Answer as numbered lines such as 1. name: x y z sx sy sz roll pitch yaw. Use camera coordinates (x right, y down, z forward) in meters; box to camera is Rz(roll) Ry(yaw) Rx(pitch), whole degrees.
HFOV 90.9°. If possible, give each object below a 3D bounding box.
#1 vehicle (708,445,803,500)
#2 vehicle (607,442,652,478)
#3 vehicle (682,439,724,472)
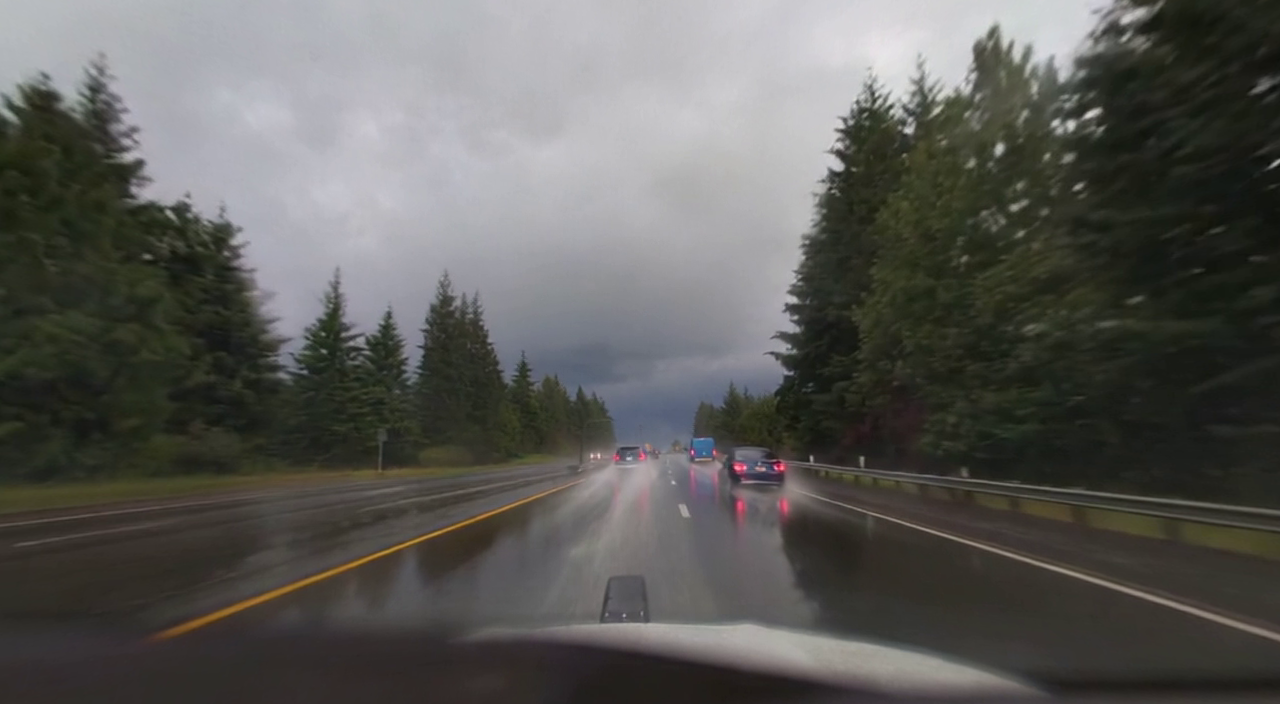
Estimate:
1. vehicle: 3.314 3.577 19.167 2.043 1.431 4.922 -1 -9 1
2. vehicle: -0.458 5.505 32.274 2.087 1.707 4.316 -1 -9 2
3. vehicle: 4.069 6.806 41.515 2.371 2.045 4.768 -1 -9 1
